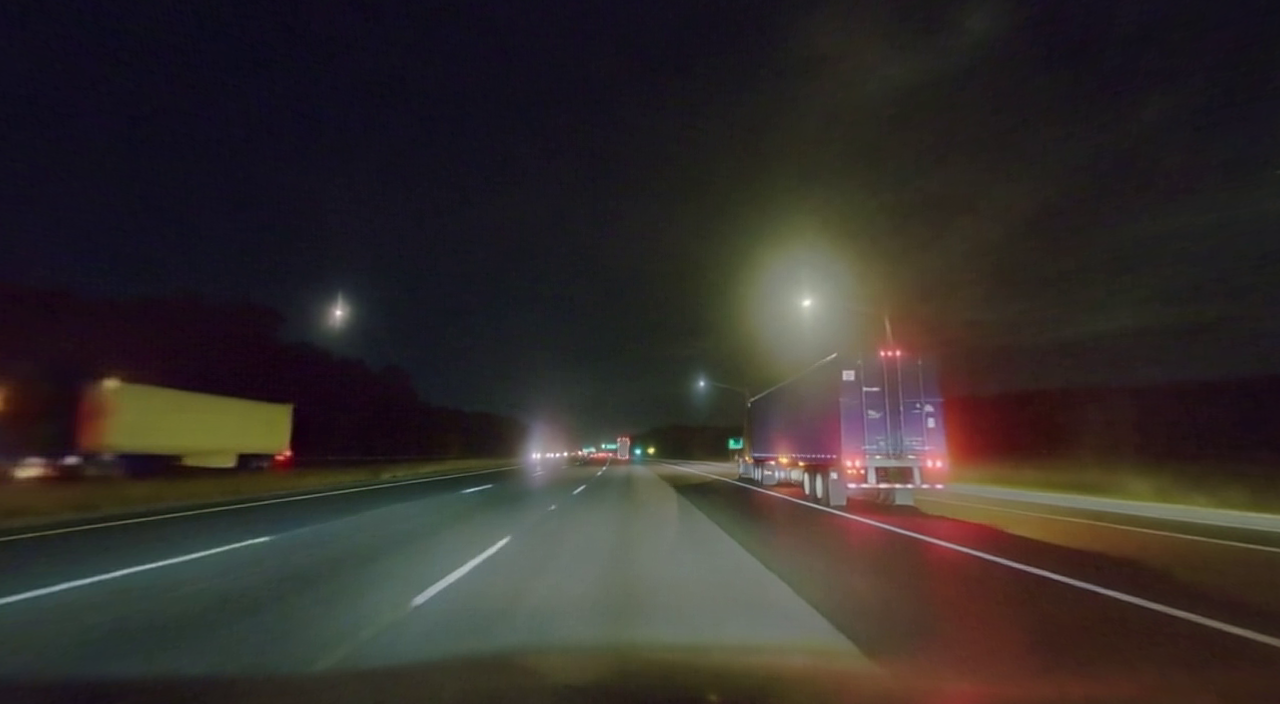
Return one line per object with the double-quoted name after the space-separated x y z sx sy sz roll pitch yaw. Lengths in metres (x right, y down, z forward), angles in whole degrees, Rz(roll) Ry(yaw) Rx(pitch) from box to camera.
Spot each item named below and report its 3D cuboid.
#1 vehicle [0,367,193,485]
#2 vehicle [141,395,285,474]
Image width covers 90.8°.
-23.647 3.219 26.064 2.962 4.021 10.168 0 -9 -1 "vehicle"
-23.984 4.807 36.126 2.878 4.017 7.641 0 -9 -2 "vehicle"
